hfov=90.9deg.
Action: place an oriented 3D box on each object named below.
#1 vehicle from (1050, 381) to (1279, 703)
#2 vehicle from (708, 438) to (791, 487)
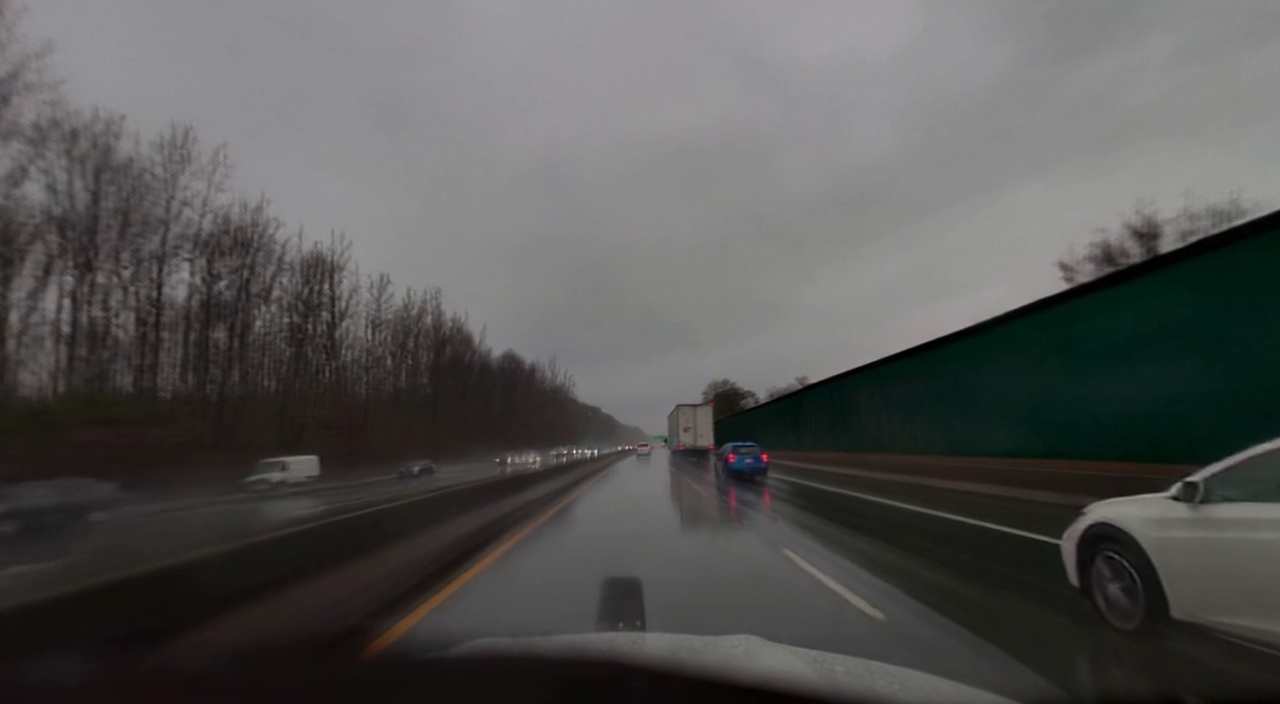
[{"bbox_3d":[3.984,0.849,2.477,1.940,1.539,4.005,0,-8,-2],"label":"vehicle"},{"bbox_3d":[3.649,3.762,21.851,2.000,1.473,4.440,0,-8,-2],"label":"vehicle"}]
